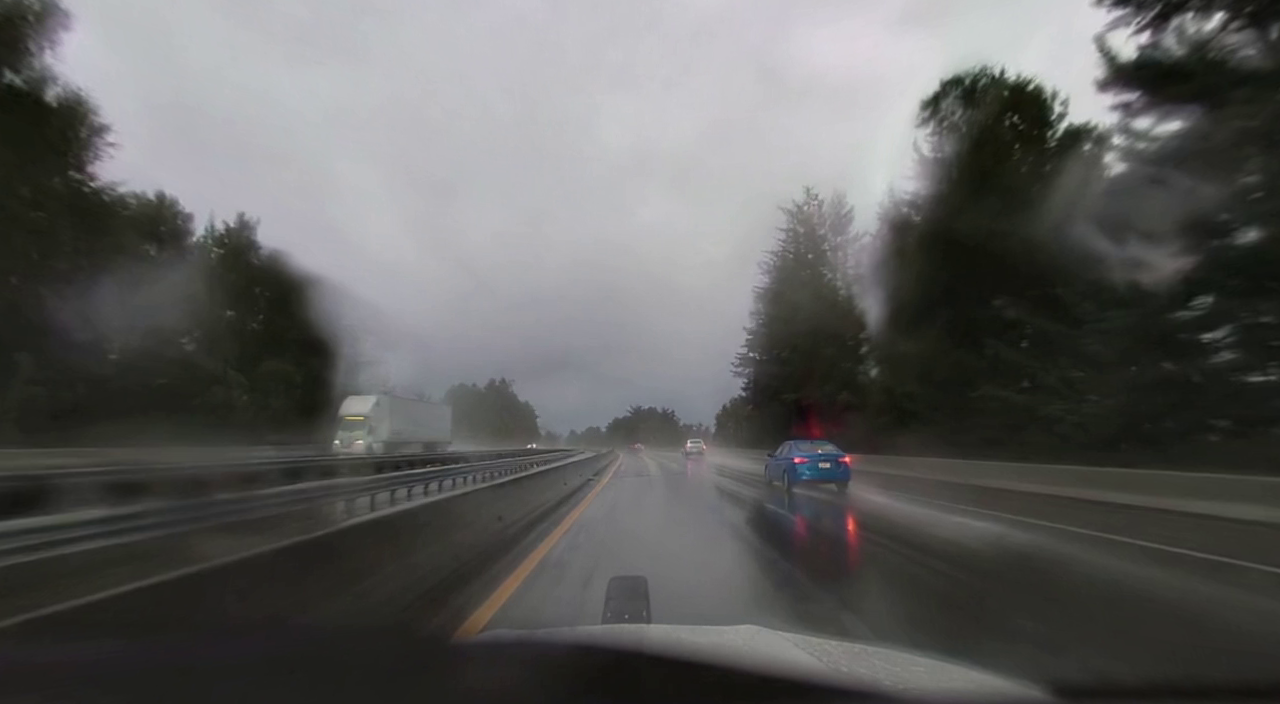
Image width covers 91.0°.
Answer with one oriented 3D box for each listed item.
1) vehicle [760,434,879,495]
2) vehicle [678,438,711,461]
[{"bbox_3d":[4.915,3.129,17.933,2.072,1.528,4.176,0,-8,-1],"label":"vehicle"},{"bbox_3d":[3.856,6.994,45.121,1.945,1.538,3.729,0,-8,-2],"label":"vehicle"}]
